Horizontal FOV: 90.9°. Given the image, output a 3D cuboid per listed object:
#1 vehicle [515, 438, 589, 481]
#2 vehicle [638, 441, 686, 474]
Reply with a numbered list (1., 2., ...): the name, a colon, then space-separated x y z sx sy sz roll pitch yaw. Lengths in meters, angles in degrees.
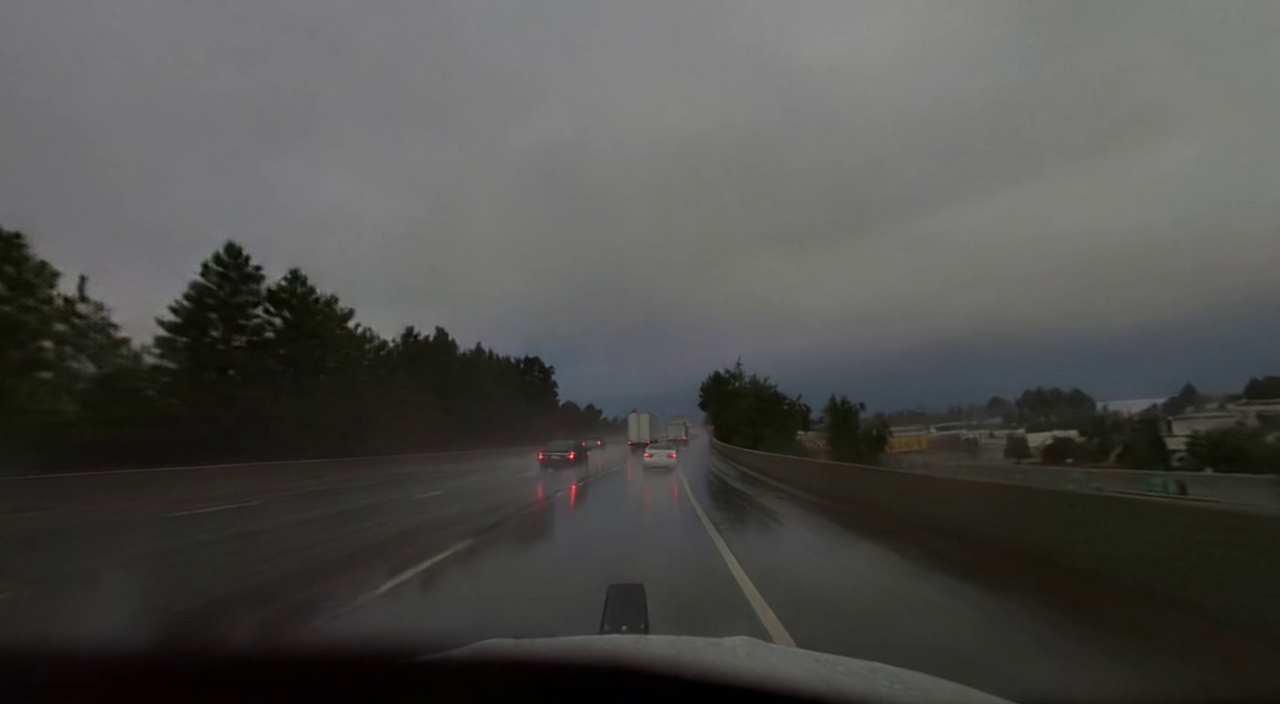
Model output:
1. vehicle: -3.243 4.096 24.333 1.916 1.486 4.631 -1 -9 4
2. vehicle: 0.968 4.632 27.887 1.984 1.365 3.767 0 -9 2
